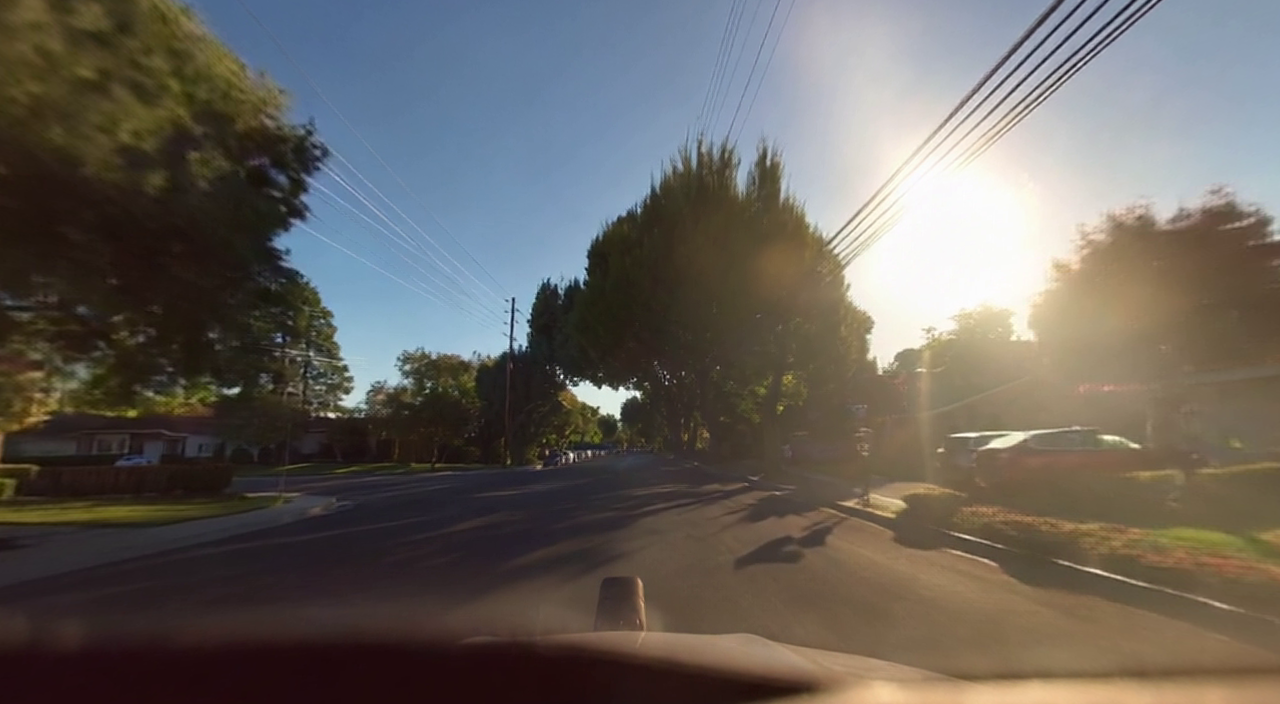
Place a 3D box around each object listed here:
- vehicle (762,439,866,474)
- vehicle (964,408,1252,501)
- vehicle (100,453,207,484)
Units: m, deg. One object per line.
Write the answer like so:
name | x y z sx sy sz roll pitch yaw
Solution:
vehicle | 9.135 5.533 33.585 4.846 1.577 2.146 -2 -8 0
vehicle | 10.241 2.294 14.230 4.686 1.786 2.019 -3 -8 5
vehicle | -27.028 6.464 35.204 4.360 1.582 1.920 0 -7 -2
